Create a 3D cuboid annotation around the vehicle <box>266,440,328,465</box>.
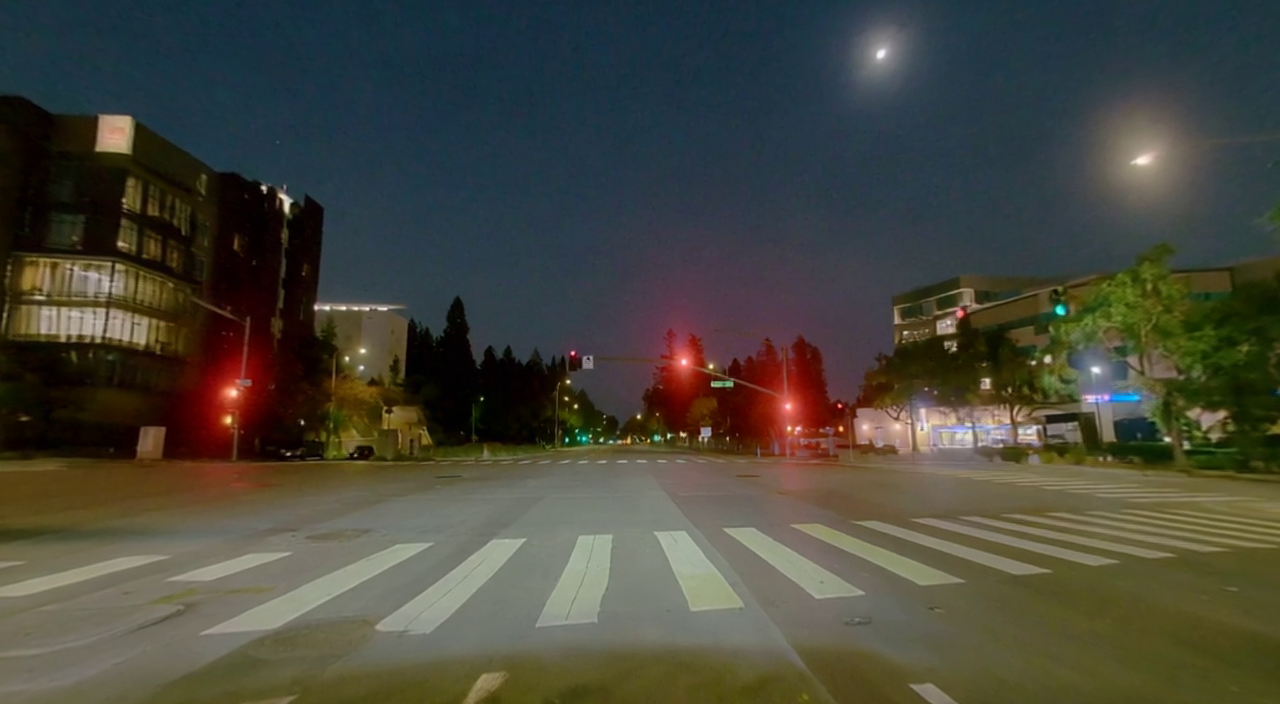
[{"bbox_3d":[-21.855,6.407,40.426,2.005,1.496,4.020,1,-9,-6],"label":"vehicle"}]
